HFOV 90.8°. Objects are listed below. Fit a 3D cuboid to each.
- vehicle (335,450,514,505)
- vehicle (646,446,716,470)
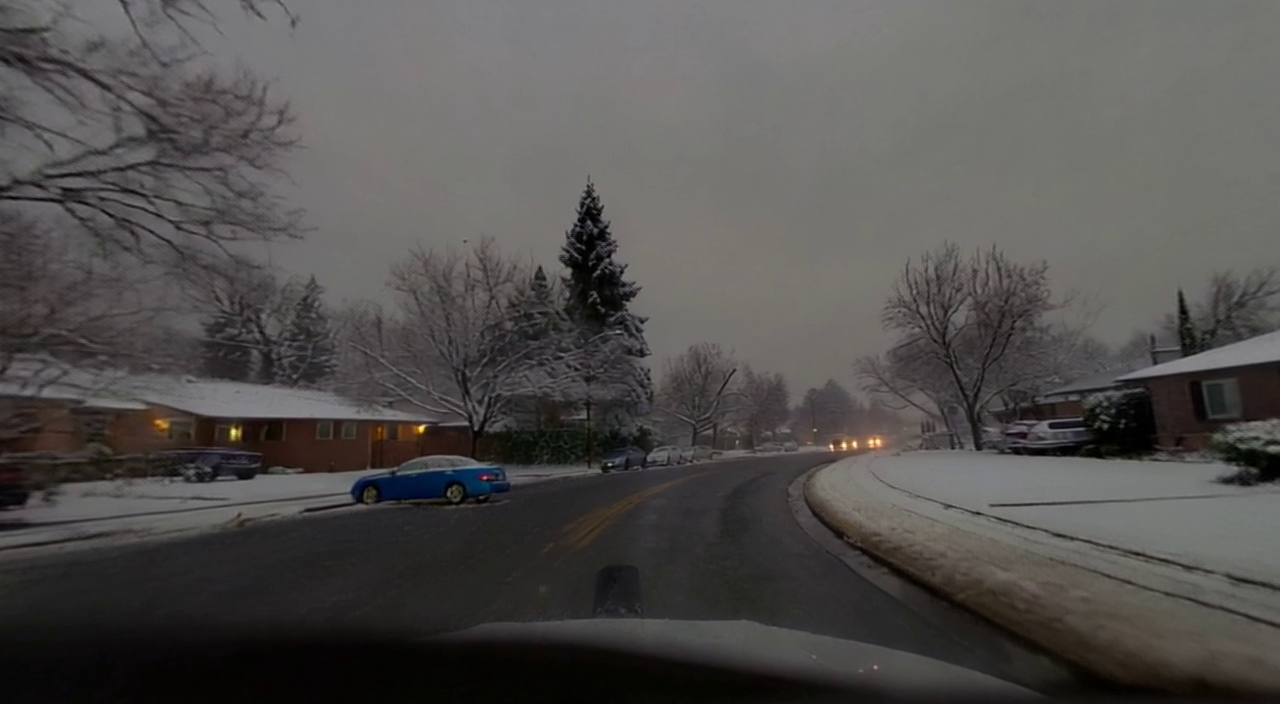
[{"bbox_3d":[-6.319,3.691,18.798,4.653,1.480,1.871,-2,-9,9],"label":"vehicle"},{"bbox_3d":[2.966,7.651,45.905,4.692,1.660,1.879,-3,-9,20],"label":"vehicle"}]
